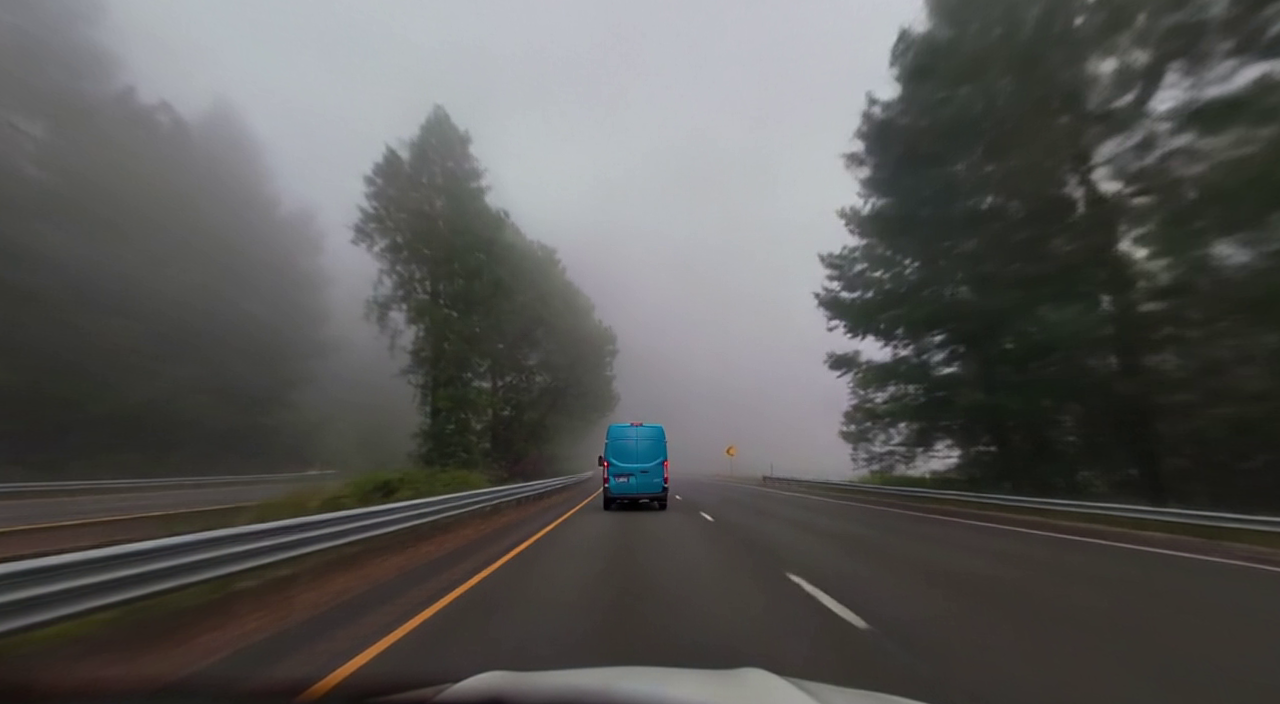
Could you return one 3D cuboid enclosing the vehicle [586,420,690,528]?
[{"bbox_3d":[-0.151,3.381,17.674,2.375,2.432,6.161,1,-10,-2],"label":"vehicle"}]
